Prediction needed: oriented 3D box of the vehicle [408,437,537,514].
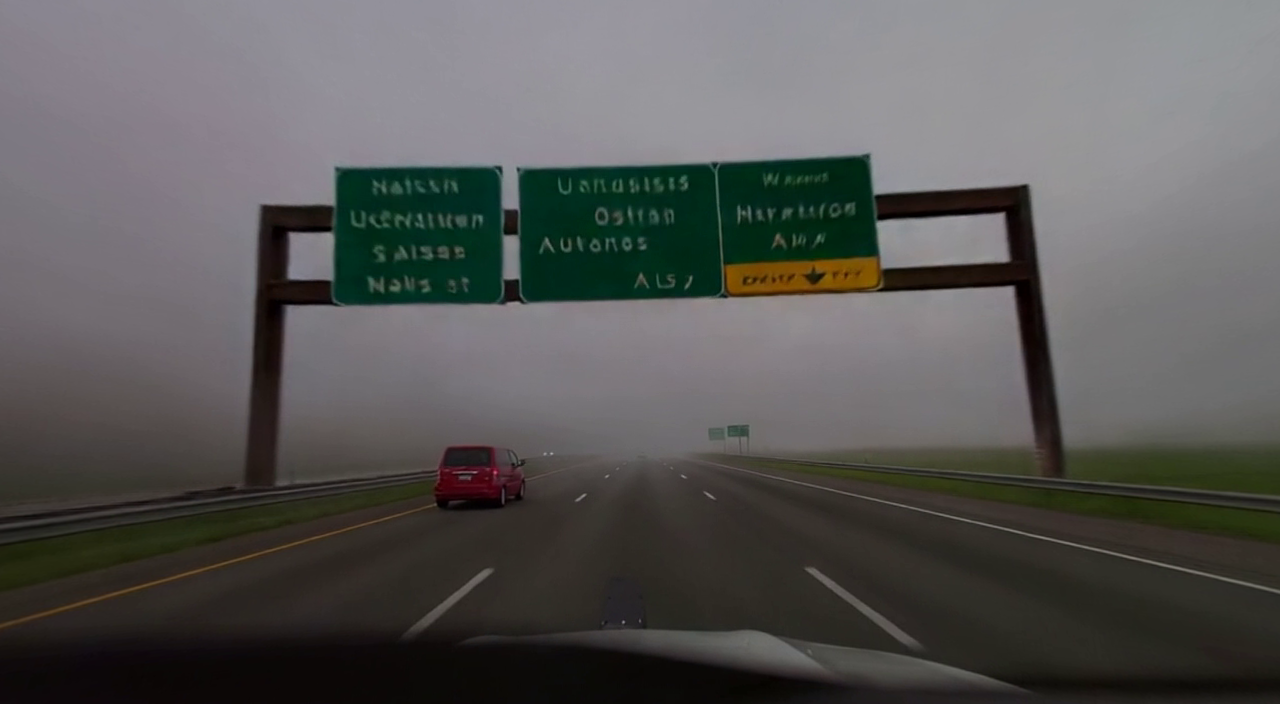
[{"bbox_3d":[-3.659,2.764,14.549,1.815,1.500,4.036,0,-9,0],"label":"vehicle"}]
